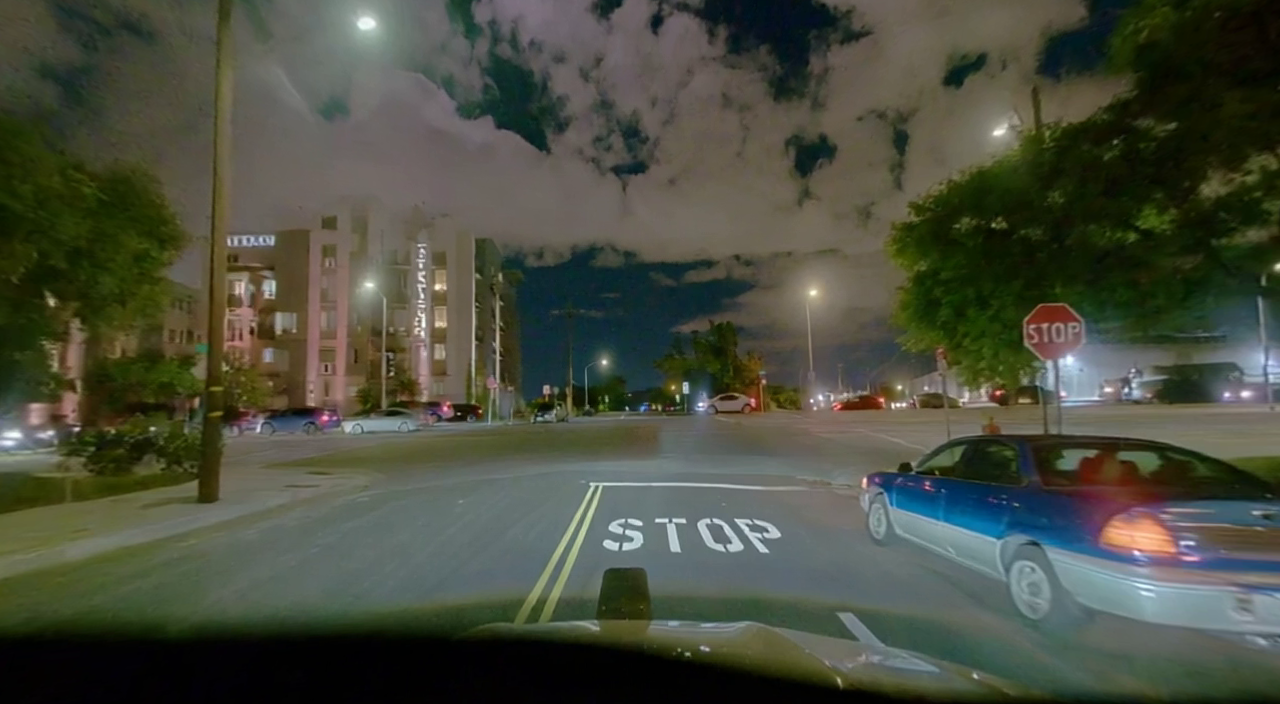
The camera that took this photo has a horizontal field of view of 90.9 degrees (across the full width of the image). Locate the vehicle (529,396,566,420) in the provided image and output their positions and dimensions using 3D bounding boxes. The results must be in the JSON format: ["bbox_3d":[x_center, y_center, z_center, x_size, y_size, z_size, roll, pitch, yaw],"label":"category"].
[{"bbox_3d":[-6.427,3.872,44.202,2.156,1.620,4.945,0,-4,-4],"label":"vehicle"}]

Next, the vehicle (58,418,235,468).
[{"bbox_3d":[-16.760,3.114,21.531,4.525,1.596,2.085,-2,-8,8],"label":"vehicle"}]

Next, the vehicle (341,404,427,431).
[{"bbox_3d":[-14.833,3.827,36.612,4.233,1.432,1.755,-2,-9,10],"label":"vehicle"}]

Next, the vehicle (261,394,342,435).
[{"bbox_3d":[-19.965,3.728,37.277,3.506,2.261,2.158,-2,-8,9],"label":"vehicle"}]

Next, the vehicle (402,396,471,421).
[{"bbox_3d":[-15.437,4.347,48.063,2.010,1.583,4.582,-7,-11,37],"label":"vehicle"}]

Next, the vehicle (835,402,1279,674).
[{"bbox_3d":[3.571,1.346,5.739,2.025,1.492,4.291,0,-8,-3],"label":"vehicle"}]
